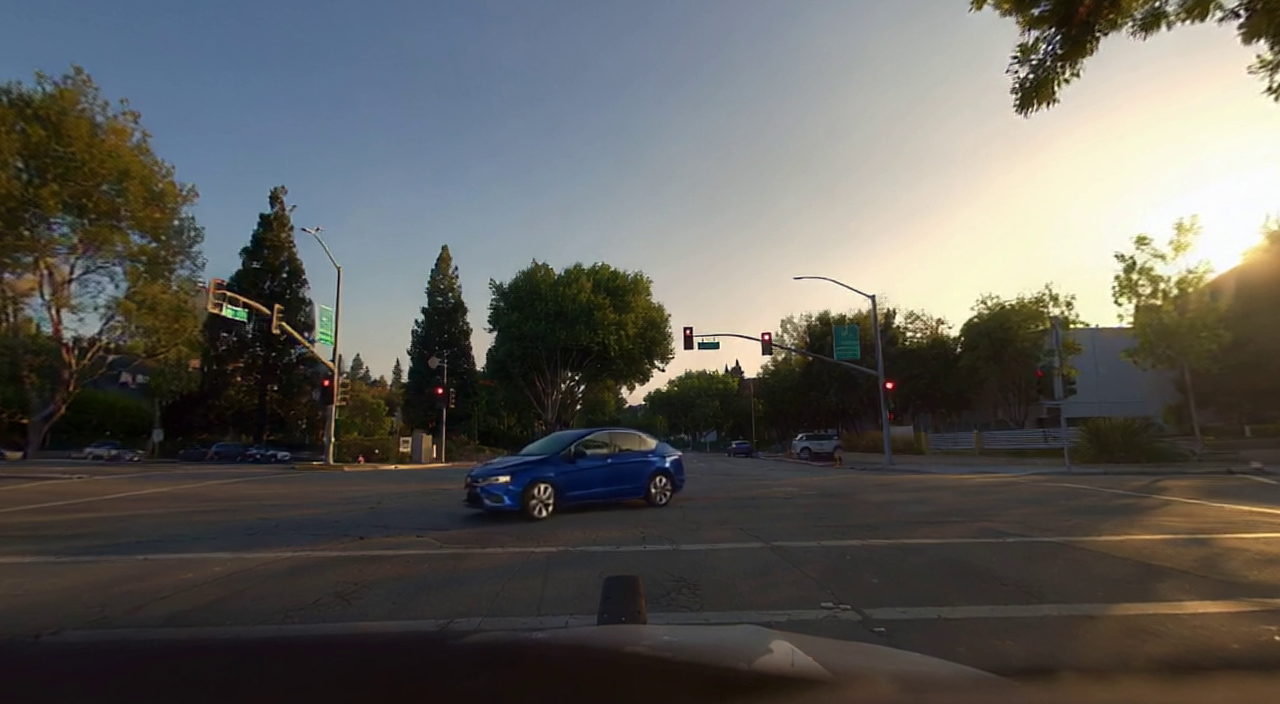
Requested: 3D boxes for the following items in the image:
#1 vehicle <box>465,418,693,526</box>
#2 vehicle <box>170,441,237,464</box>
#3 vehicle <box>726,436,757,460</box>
[{"bbox_3d":[-1.028,2.354,12.942,2.134,1.768,4.580,-6,-10,36],"label":"vehicle"},{"bbox_3d":[-29.124,6.705,42.036,1.696,1.431,3.686,-1,-8,3],"label":"vehicle"},{"bbox_3d":[7.958,7.555,49.446,1.994,1.753,4.346,-1,-8,4],"label":"vehicle"}]
